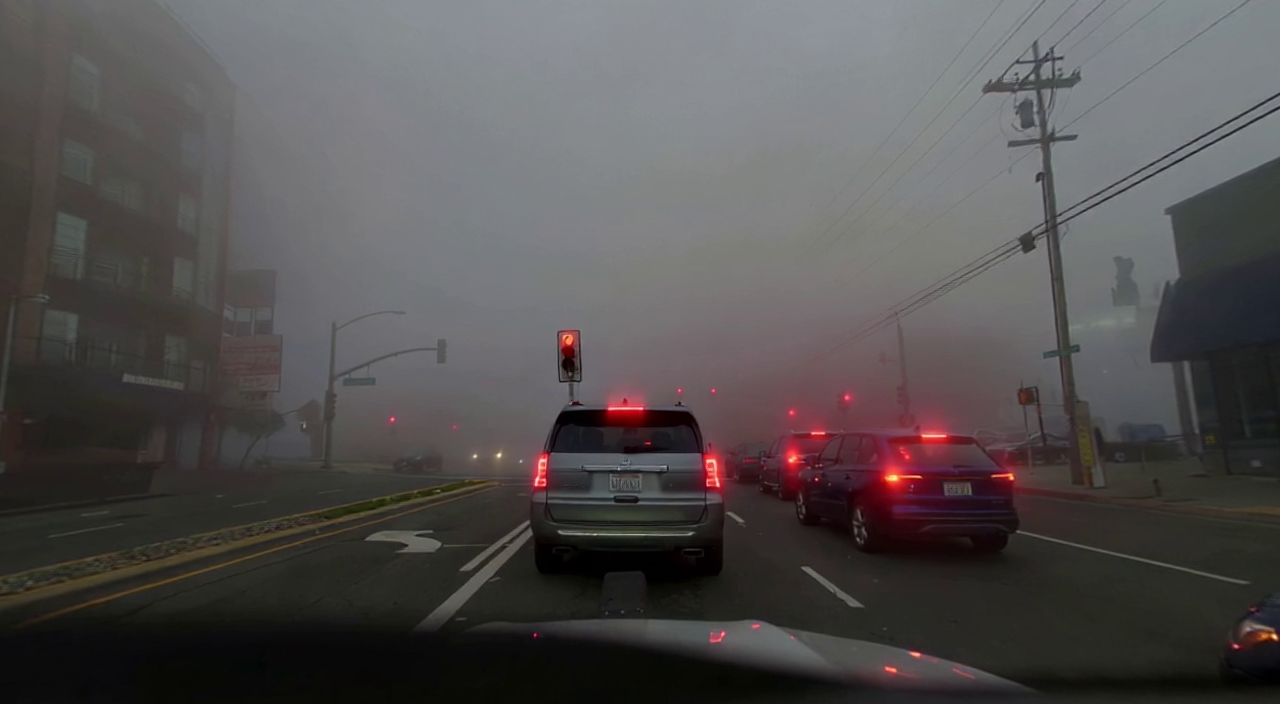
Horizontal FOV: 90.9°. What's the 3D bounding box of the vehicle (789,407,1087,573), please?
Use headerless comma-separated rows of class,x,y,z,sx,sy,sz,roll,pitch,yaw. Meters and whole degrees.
vehicle,3.618,1.759,8.796,2.036,1.719,4.318,0,-8,0

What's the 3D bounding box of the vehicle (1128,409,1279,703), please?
vehicle,3.365,0.730,0.810,1.884,1.484,4.609,0,-8,2

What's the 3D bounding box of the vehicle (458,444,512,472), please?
vehicle,-11.030,7.581,45.448,2.224,1.840,5.290,-1,-8,4

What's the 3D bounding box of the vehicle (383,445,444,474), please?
vehicle,-14.596,6.948,40.957,2.102,1.737,4.570,0,-8,2

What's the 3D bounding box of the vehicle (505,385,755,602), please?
vehicle,-0.001,1.534,7.683,2.154,1.861,4.280,0,-8,3

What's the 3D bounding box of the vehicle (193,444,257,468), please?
vehicle,-27.447,6.870,41.855,1.693,1.563,3.716,0,-8,0
